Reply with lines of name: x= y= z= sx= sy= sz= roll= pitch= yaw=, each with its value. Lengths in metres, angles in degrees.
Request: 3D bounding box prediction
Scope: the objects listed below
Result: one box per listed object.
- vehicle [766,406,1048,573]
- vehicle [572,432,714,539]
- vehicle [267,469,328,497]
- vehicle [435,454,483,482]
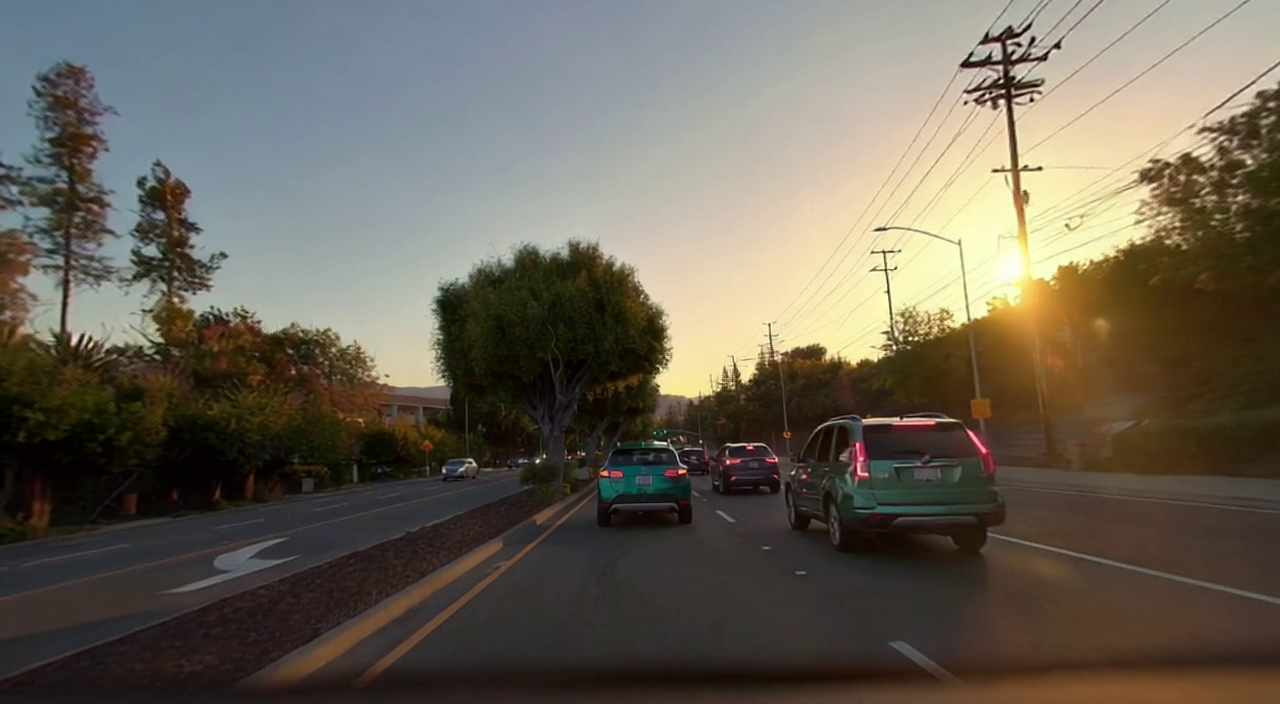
vehicle: x=3.401 y=1.860 z=9.326 sx=2.097 sy=1.818 sz=4.625 roll=0 pitch=-9 yaw=0
vehicle: x=0.026 y=2.402 z=12.006 sx=2.199 sy=1.641 sz=4.232 roll=0 pitch=-9 yaw=-1
vehicle: x=-22.585 y=8.630 z=41.808 sx=1.847 sy=1.554 sz=3.926 roll=0 pitch=-9 yaw=0
vehicle: x=-13.273 y=8.516 z=46.669 sx=2.107 sy=1.931 sz=5.015 roll=0 pitch=-9 yaw=-1
